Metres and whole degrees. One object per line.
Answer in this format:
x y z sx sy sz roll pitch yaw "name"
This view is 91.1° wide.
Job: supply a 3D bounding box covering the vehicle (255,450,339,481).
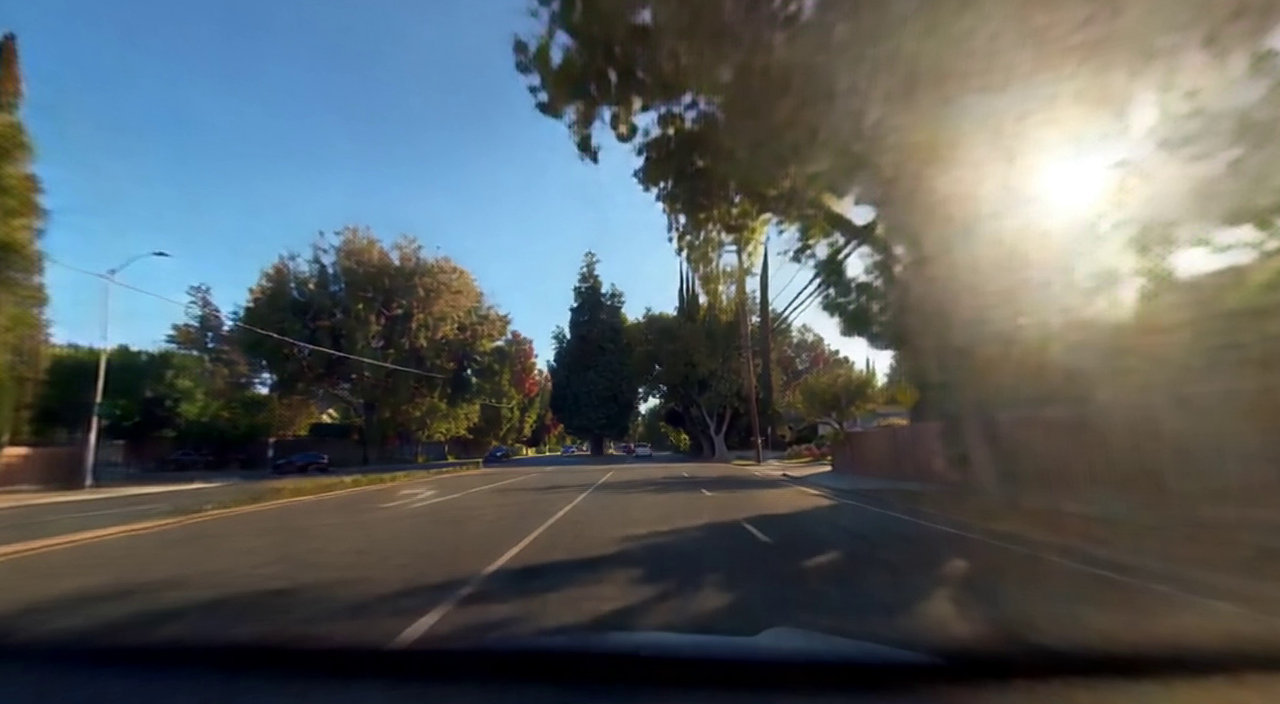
-21.537 7.095 39.431 4.600 1.809 2.153 -4 -9 23 "vehicle"
